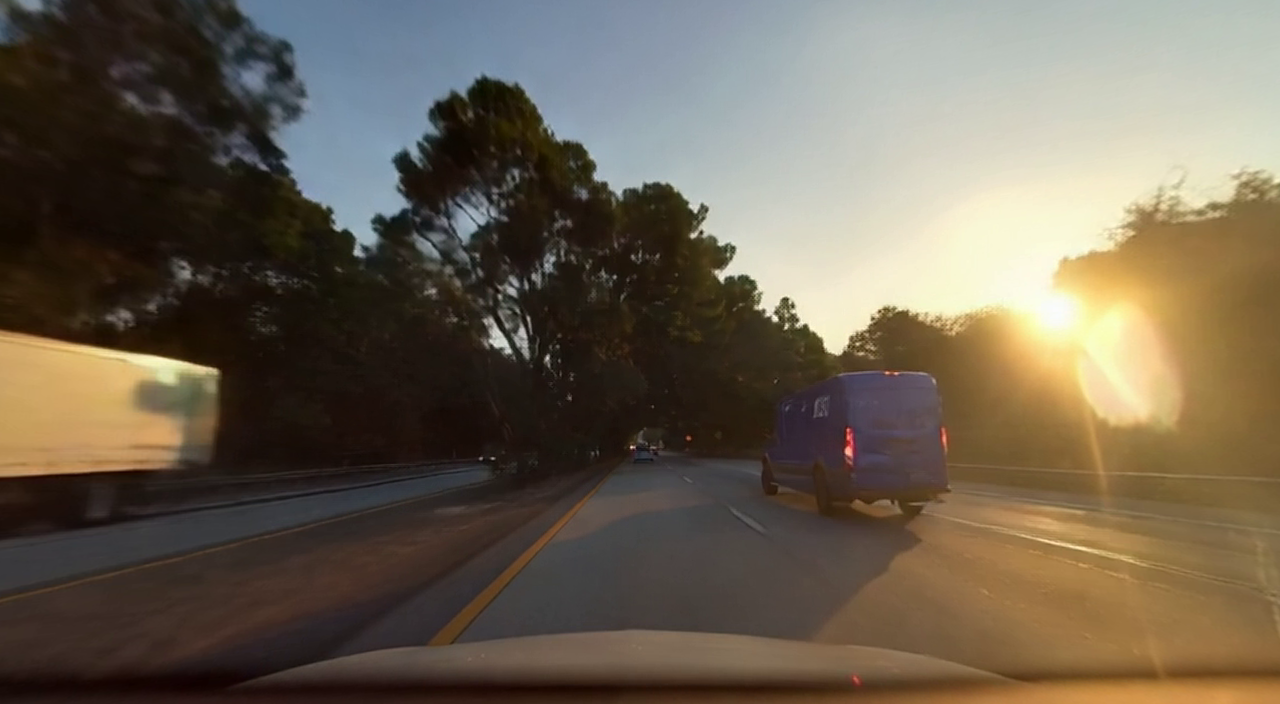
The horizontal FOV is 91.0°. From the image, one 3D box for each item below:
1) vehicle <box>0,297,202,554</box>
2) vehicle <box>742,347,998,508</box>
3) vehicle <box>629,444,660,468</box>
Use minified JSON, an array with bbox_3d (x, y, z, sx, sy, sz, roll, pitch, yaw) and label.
[{"bbox_3d":[-11.840,1.019,8.890,3.742,3.954,10.224,0,-8,1],"label":"vehicle"},{"bbox_3d":[7.308,3.218,24.861,3.479,4.156,17.231,0,-9,-1],"label":"vehicle"},{"bbox_3d":[0.338,7.444,45.125,2.121,1.590,4.434,0,-8,0],"label":"vehicle"}]
